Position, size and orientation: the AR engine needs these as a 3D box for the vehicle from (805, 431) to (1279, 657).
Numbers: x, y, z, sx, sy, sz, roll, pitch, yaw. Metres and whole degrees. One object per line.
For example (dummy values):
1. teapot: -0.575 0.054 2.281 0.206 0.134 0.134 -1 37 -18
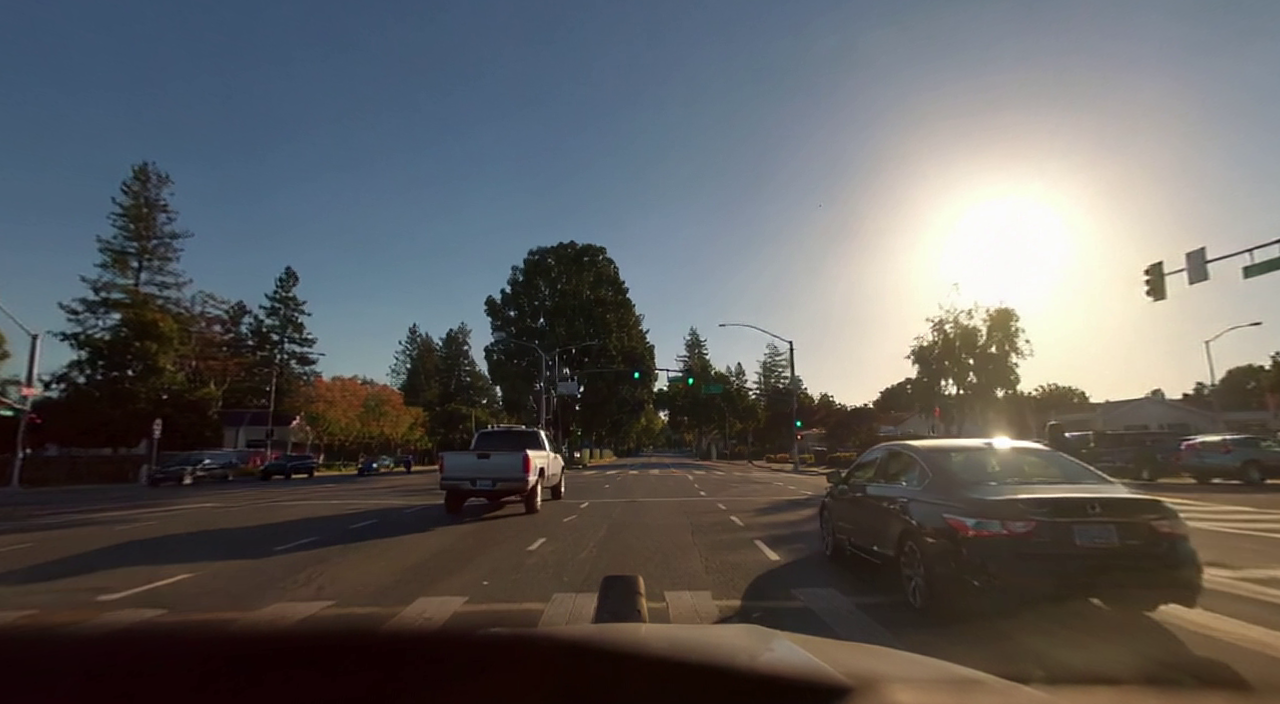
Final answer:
1. vehicle: 3.282 1.589 6.418 1.990 1.454 4.490 0 -8 0

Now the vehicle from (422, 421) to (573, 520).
1. vehicle: -3.061 2.672 14.792 2.231 1.898 4.985 0 -8 2

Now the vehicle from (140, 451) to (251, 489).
1. vehicle: -22.035 5.818 31.399 1.908 1.642 4.910 0 -8 0

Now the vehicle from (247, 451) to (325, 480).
1. vehicle: -26.900 8.595 47.998 2.278 2.000 5.570 -1 -8 5
